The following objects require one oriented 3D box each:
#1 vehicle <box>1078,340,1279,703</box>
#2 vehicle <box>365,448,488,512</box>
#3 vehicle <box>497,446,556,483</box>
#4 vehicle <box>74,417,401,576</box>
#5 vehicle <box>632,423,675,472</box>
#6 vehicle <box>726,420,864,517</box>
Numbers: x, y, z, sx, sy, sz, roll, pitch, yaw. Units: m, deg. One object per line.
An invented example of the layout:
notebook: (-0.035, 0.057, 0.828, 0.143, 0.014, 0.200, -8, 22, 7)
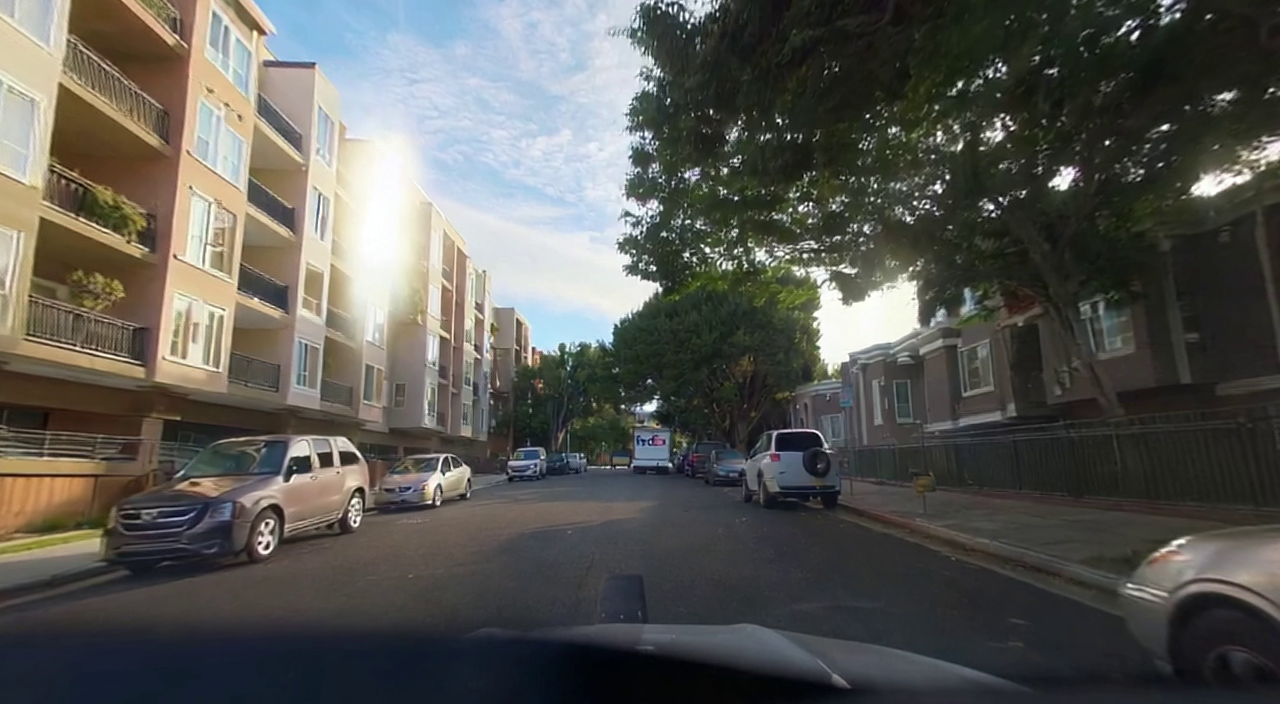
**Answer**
vehicle: (3.523, 0.666, 1.318, 2.072, 1.742, 4.210, 0, -8, -1)
vehicle: (-5.794, 3.500, 17.782, 1.888, 1.546, 4.306, 0, -8, 1)
vehicle: (-5.757, 5.741, 32.538, 2.089, 1.757, 4.256, 0, -8, 2)
vehicle: (-5.730, 2.082, 9.976, 2.098, 1.894, 4.616, 0, -9, 0)
vehicle: (0.847, 7.134, 47.334, 2.930, 3.275, 8.180, 0, -8, -1)
vehicle: (3.577, 2.778, 15.514, 2.099, 2.018, 4.087, 0, -9, -4)
